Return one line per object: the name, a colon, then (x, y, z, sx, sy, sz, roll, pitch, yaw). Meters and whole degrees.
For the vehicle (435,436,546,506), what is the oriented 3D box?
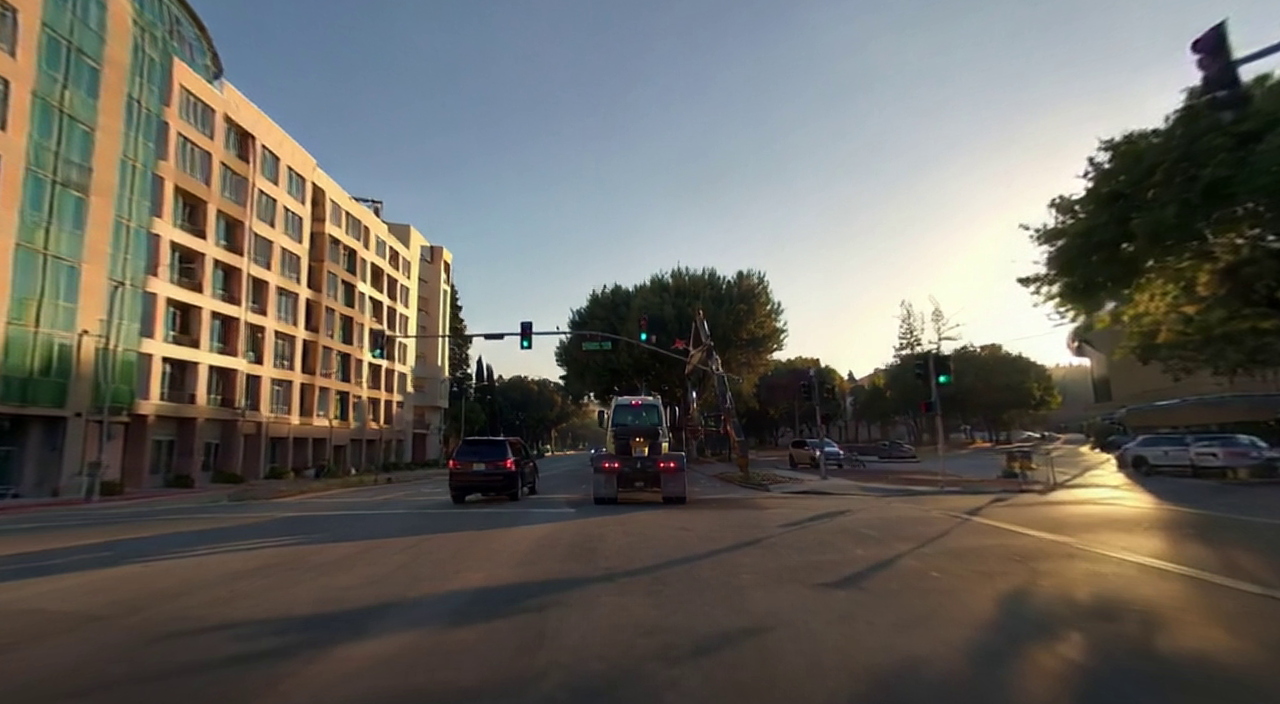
vehicle: (-3.961, 3.222, 17.529, 2.081, 1.688, 4.235, 0, -9, 0)

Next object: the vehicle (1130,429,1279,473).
vehicle: (20.775, 3.657, 23.081, 1.767, 1.440, 4.261, 1, -10, -10)

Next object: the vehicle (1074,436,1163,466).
vehicle: (25.454, 5.255, 33.574, 3.565, 1.369, 1.647, -1, -9, -12)

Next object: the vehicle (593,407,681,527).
vehicle: (-0.215, 4.213, 24.075, 2.552, 3.461, 11.044, 0, -9, -1)

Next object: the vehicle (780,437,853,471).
vehicle: (10.131, 5.898, 36.664, 2.186, 1.783, 4.716, 0, -9, -11)
